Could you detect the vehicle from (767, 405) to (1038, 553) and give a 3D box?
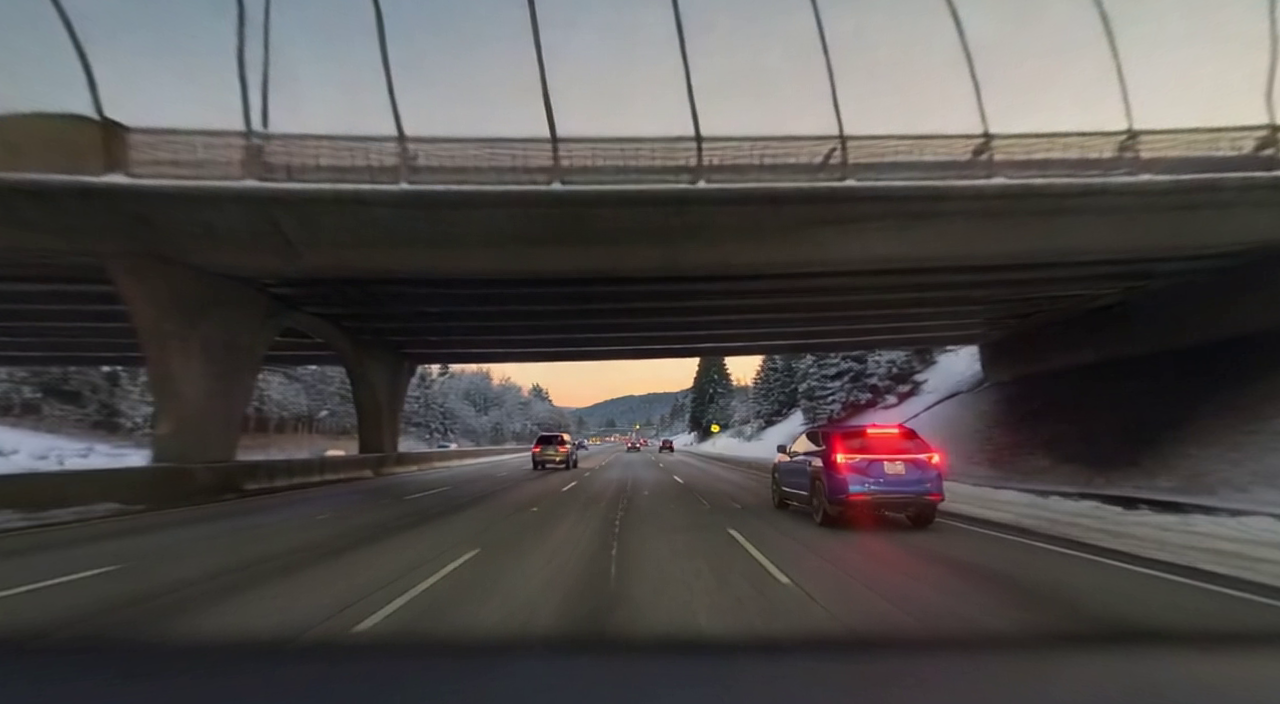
[{"bbox_3d":[3.617,1.851,9.885,2.185,1.749,4.477,0,-8,-2],"label":"vehicle"}]

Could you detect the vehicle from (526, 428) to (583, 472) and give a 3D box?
[{"bbox_3d":[-3.887,4.558,29.556,2.018,1.872,4.728,0,-9,0],"label":"vehicle"}]

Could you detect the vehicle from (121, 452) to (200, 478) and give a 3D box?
[{"bbox_3d":[-30.531,7.171,40.370,1.791,1.507,4.074,0,-9,0],"label":"vehicle"}]
